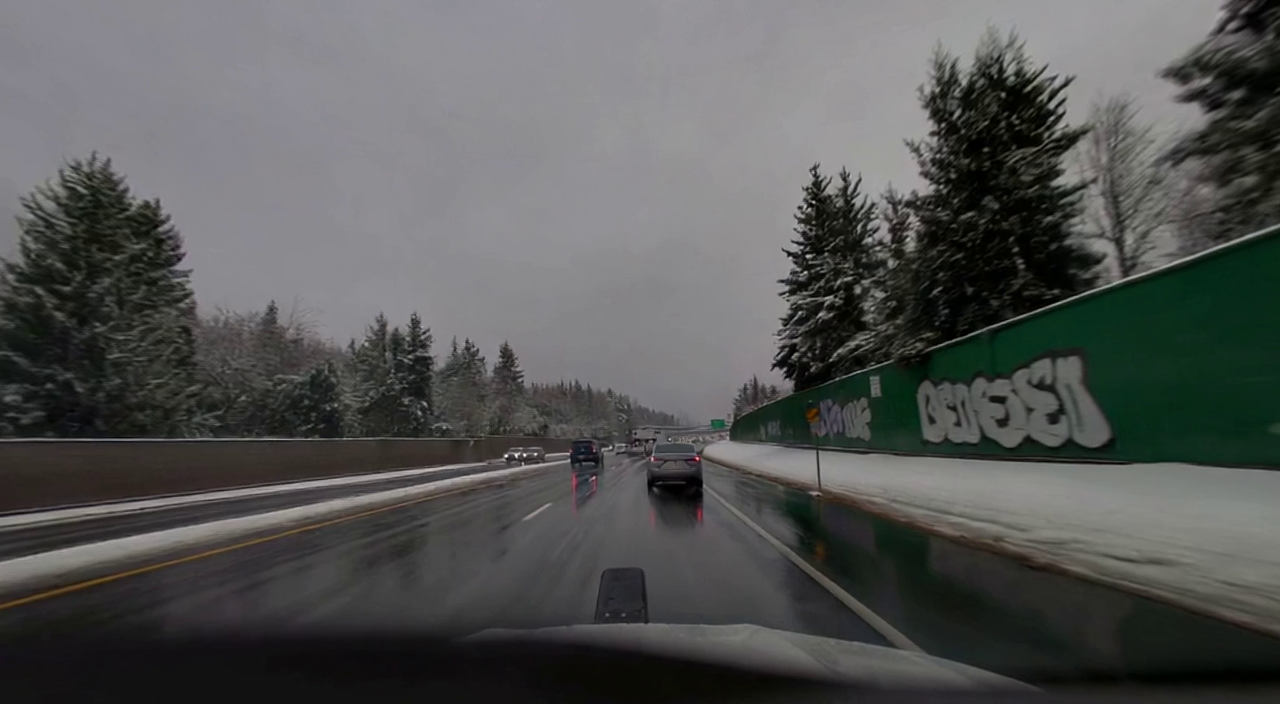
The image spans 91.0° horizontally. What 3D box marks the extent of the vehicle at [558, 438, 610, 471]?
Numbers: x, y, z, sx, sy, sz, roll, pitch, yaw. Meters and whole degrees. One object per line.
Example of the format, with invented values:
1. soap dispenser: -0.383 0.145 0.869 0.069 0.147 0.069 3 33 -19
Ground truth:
1. vehicle: -2.762 5.154 31.892 2.105 1.571 3.727 0 -8 2

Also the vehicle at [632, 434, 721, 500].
1. vehicle: 0.875 2.976 16.754 2.077 1.533 3.854 0 -8 1
